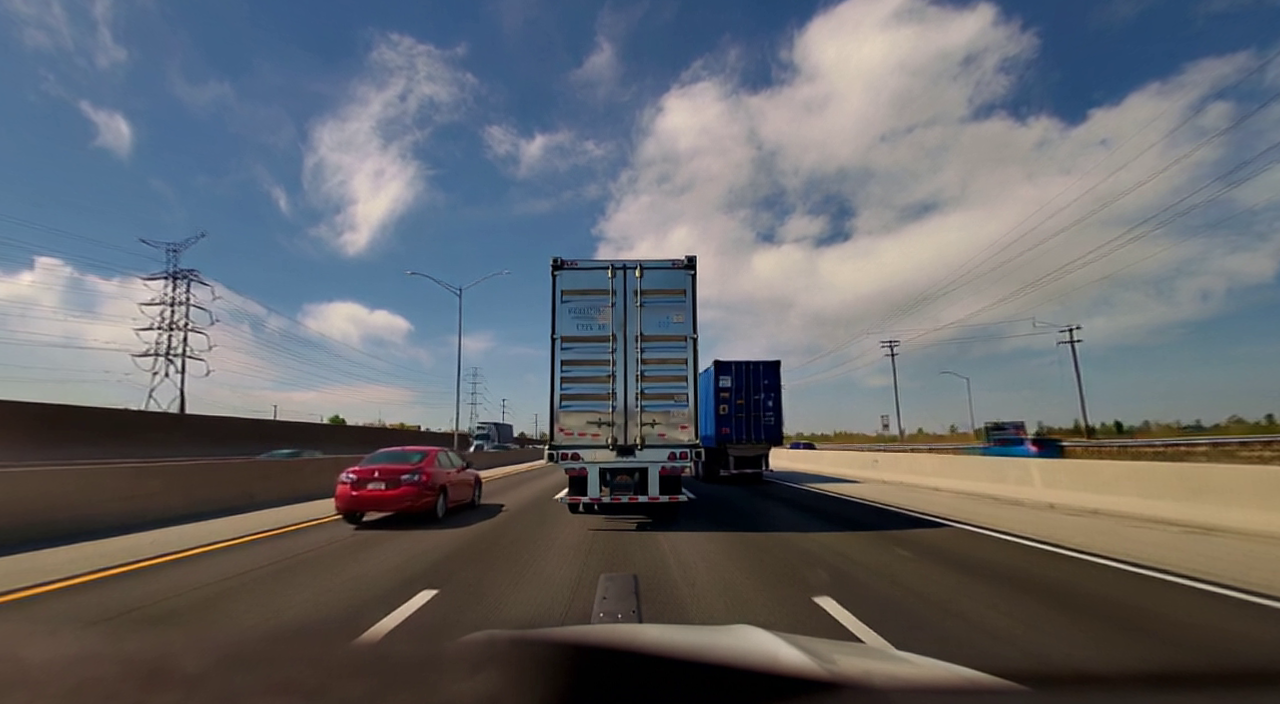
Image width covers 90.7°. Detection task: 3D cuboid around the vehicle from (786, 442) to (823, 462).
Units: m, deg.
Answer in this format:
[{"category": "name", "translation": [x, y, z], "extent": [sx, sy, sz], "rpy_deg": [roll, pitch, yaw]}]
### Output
[{"category": "vehicle", "translation": [12.729, 7.722, 49.033], "extent": [1.766, 1.452, 3.703], "rpy_deg": [0, -9, -1]}]

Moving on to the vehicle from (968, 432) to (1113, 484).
[{"category": "vehicle", "translation": [13.405, 3.579, 21.598], "extent": [2.020, 1.546, 4.336], "rpy_deg": [0, -8, -1]}]

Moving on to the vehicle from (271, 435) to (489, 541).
[{"category": "vehicle", "translation": [-4.265, 2.284, 11.363], "extent": [1.993, 1.475, 4.540], "rpy_deg": [0, -8, 0]}]

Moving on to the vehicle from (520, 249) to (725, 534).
[{"category": "vehicle", "translation": [-0.293, 1.388, 15.037], "extent": [2.841, 4.071, 12.046], "rpy_deg": [0, -8, 0]}]
